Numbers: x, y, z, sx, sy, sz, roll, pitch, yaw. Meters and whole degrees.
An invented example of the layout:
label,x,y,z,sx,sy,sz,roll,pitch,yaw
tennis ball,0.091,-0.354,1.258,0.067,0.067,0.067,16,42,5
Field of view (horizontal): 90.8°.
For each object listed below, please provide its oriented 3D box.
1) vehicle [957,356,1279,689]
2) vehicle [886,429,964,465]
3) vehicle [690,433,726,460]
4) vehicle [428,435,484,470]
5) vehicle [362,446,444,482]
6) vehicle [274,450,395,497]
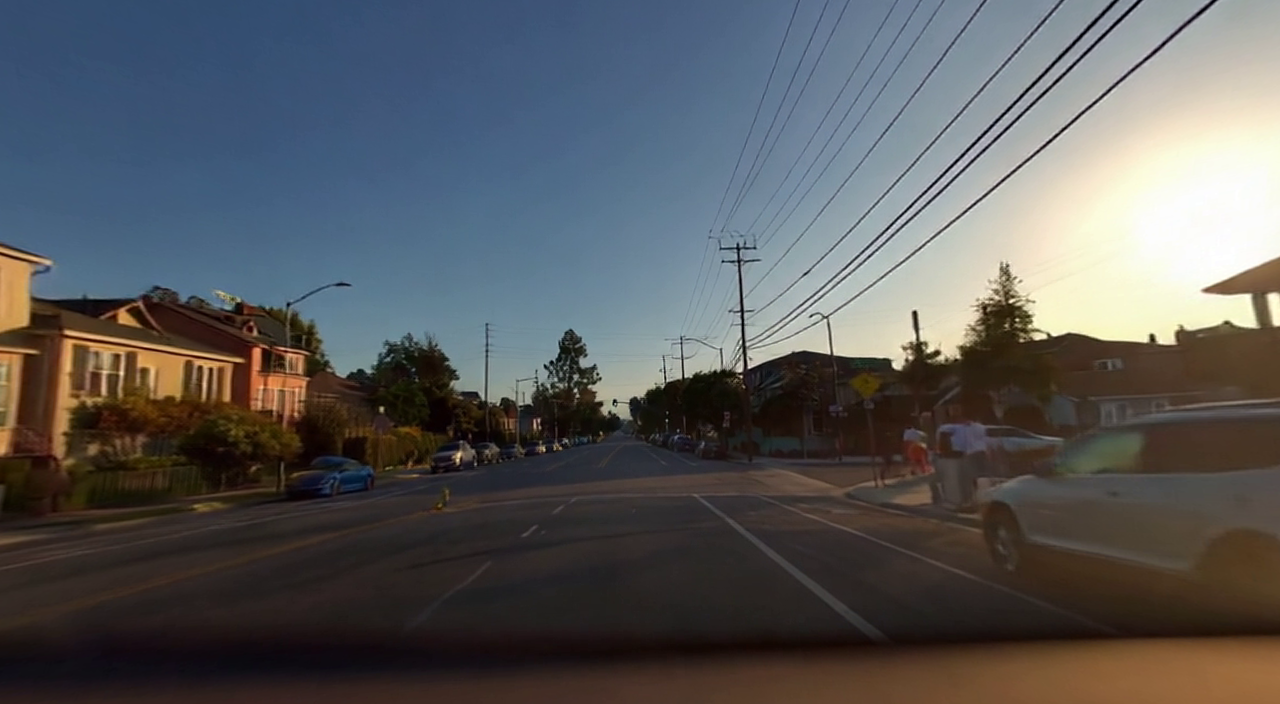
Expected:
label,x,y,z,sx,sy,sz,roll,pitch,yaw
vehicle,4.525,1.092,4.579,2.126,1.802,4.259,0,-8,-1
vehicle,13.830,4.551,30.523,2.122,1.474,4.313,-9,-10,41
vehicle,4.324,6.081,40.725,1.867,1.680,4.176,0,-8,0
vehicle,-11.184,6.126,38.730,2.056,1.980,4.763,0,-8,-1
vehicle,-11.114,5.258,29.987,2.082,1.540,4.654,0,-8,0
vehicle,-11.130,4.429,23.485,1.970,1.523,4.702,-1,-8,2
